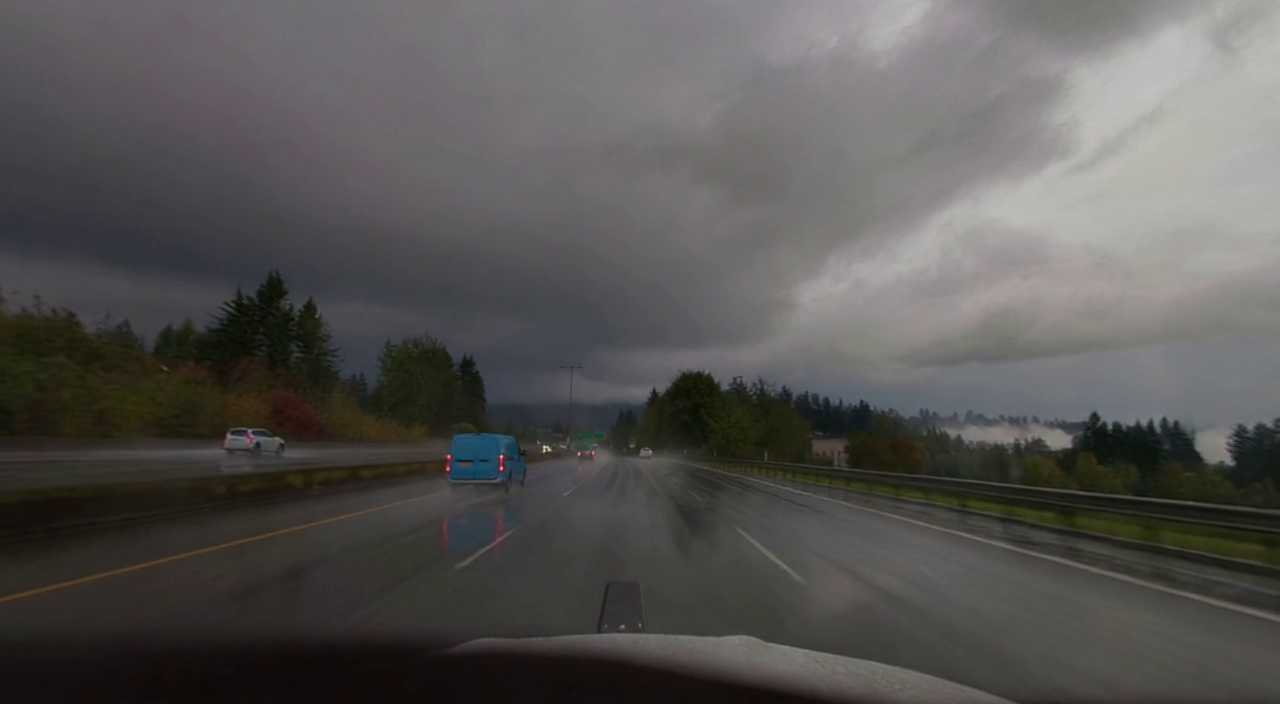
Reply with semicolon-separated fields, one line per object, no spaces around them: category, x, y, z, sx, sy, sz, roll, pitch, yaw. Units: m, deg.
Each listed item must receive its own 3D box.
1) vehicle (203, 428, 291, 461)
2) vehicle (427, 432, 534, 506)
vehicle;-18.672;4.436;30.141;1.879;1.492;3.607;0;-9;0
vehicle;-4.320;3.241;17.831;1.971;1.795;4.389;0;-9;-1
